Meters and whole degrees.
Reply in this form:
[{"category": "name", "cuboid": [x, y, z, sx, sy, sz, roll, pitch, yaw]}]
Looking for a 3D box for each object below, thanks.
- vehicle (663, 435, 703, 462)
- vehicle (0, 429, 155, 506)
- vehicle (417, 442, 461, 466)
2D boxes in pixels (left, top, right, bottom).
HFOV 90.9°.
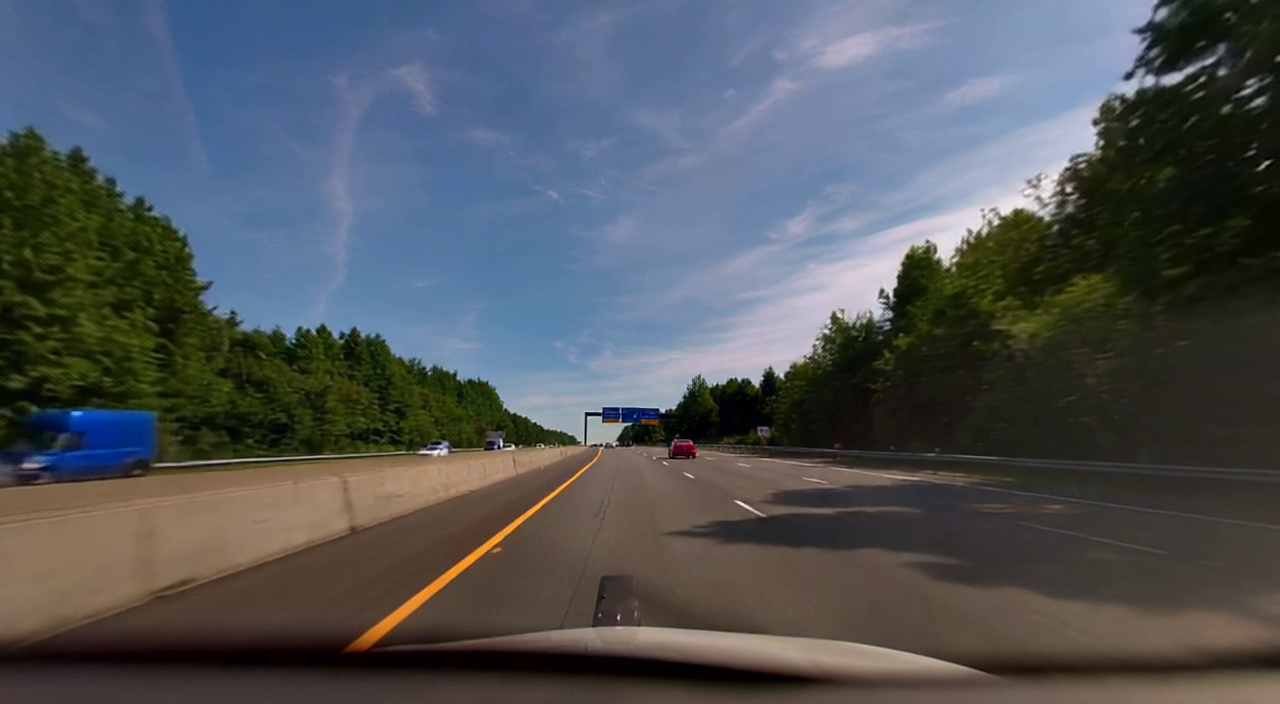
[{"category": "vehicle", "cuboid": [2.567, 5.860, 38.526, 1.958, 1.526, 4.227, 1, -8, -3]}, {"category": "vehicle", "cuboid": [-16.686, 3.289, 18.459, 1.982, 2.008, 3.697, 0, -8, -2]}, {"category": "vehicle", "cuboid": [-13.795, 7.006, 43.453, 1.820, 1.509, 3.968, 0, -8, -2]}]
